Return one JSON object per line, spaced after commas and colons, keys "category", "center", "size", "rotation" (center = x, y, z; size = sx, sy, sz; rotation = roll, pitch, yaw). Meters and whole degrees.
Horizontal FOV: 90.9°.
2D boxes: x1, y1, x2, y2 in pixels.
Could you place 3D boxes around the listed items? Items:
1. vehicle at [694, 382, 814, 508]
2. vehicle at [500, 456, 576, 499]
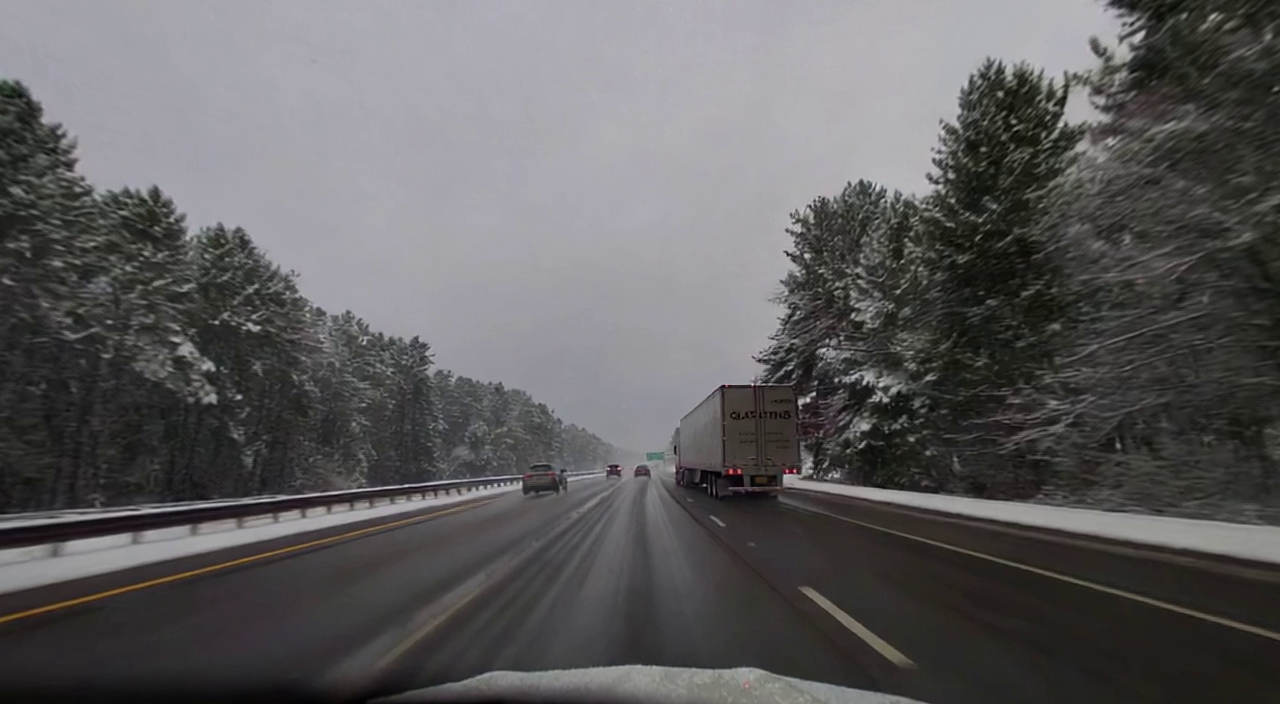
{"category": "vehicle", "center": [4.119, 3.955, 25.739], "size": [2.871, 4.032, 10.642], "rotation": [1, -10, 0]}
{"category": "vehicle", "center": [-4.060, 5.156, 25.996], "size": [2.180, 1.556, 4.895], "rotation": [0, -11, 2]}
